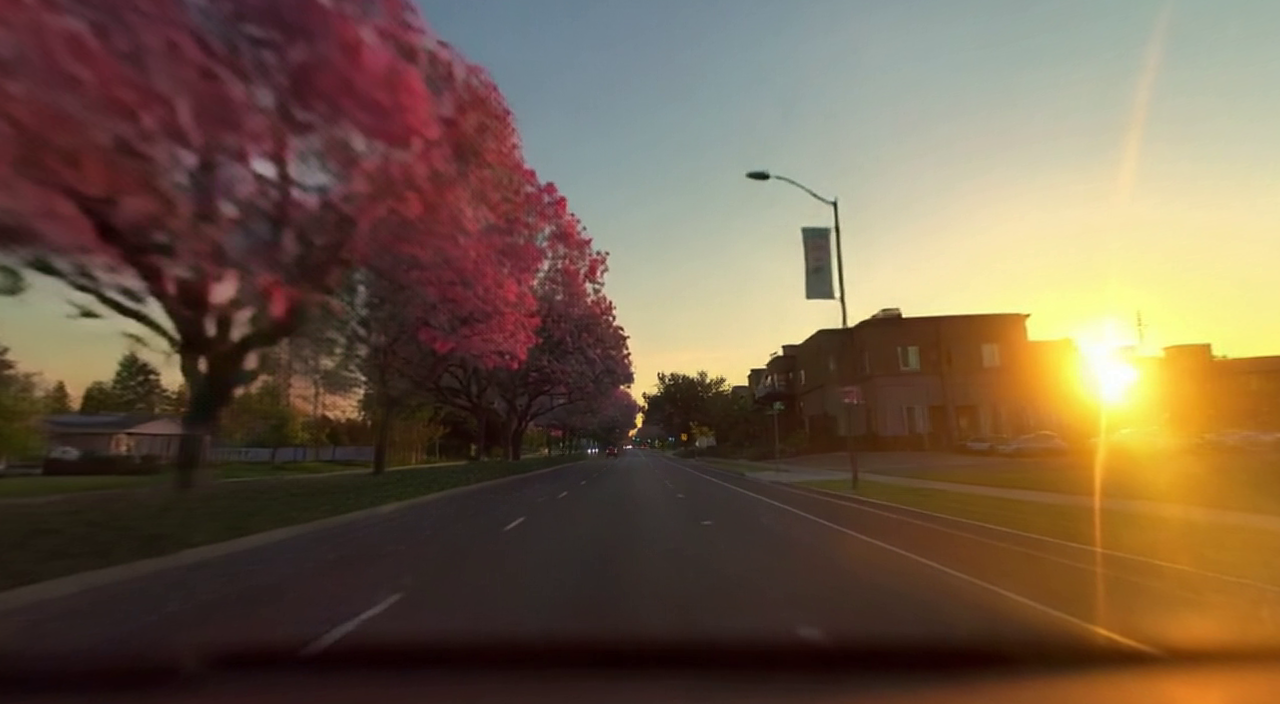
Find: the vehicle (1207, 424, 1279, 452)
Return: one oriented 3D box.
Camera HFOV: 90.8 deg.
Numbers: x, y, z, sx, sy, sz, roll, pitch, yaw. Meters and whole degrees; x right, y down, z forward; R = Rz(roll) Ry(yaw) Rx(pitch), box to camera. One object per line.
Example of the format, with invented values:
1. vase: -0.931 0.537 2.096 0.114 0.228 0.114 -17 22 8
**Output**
1. vehicle: 36.476 5.079 37.278 1.830 1.515 4.462 0 -8 1
